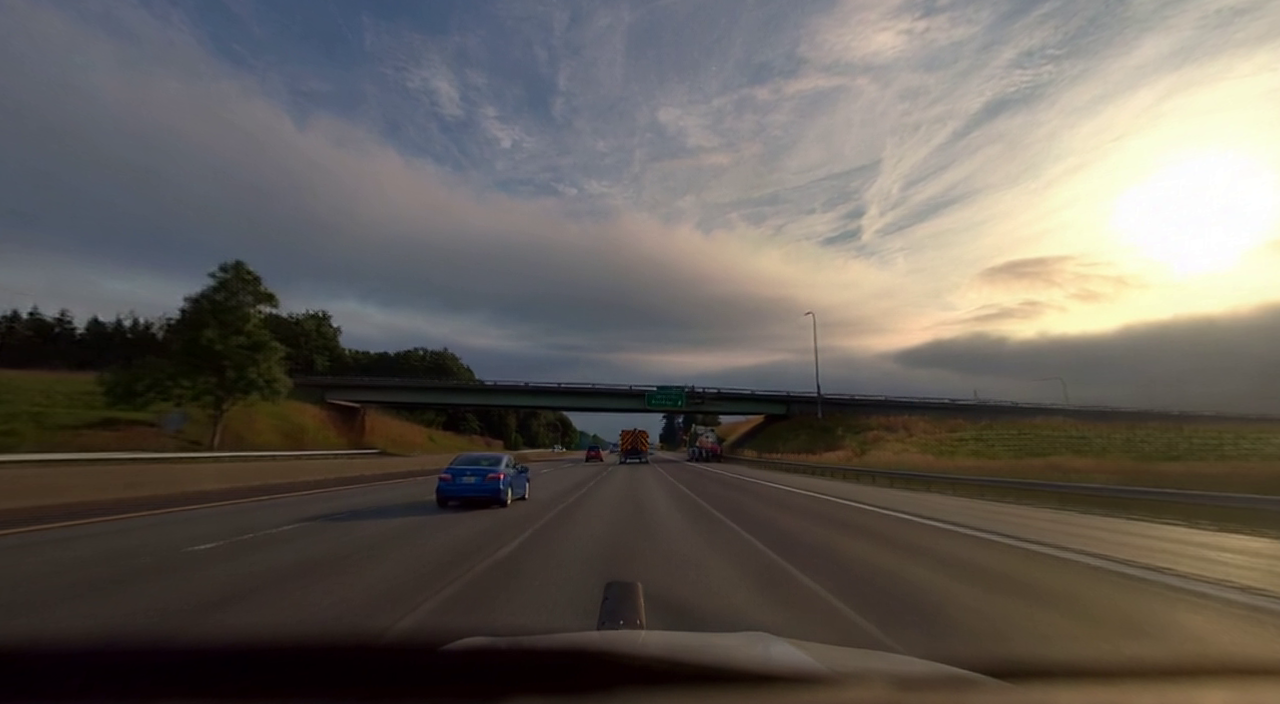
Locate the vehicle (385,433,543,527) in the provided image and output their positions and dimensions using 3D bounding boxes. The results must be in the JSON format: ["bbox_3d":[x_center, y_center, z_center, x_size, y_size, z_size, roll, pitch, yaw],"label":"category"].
[{"bbox_3d":[-3.449,2.602,13.335,2.088,1.643,4.215,0,-9,0],"label":"vehicle"}]

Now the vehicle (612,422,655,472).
[{"bbox_3d":[-0.440,6.462,42.742,2.672,3.056,6.900,0,-9,-1],"label":"vehicle"}]
